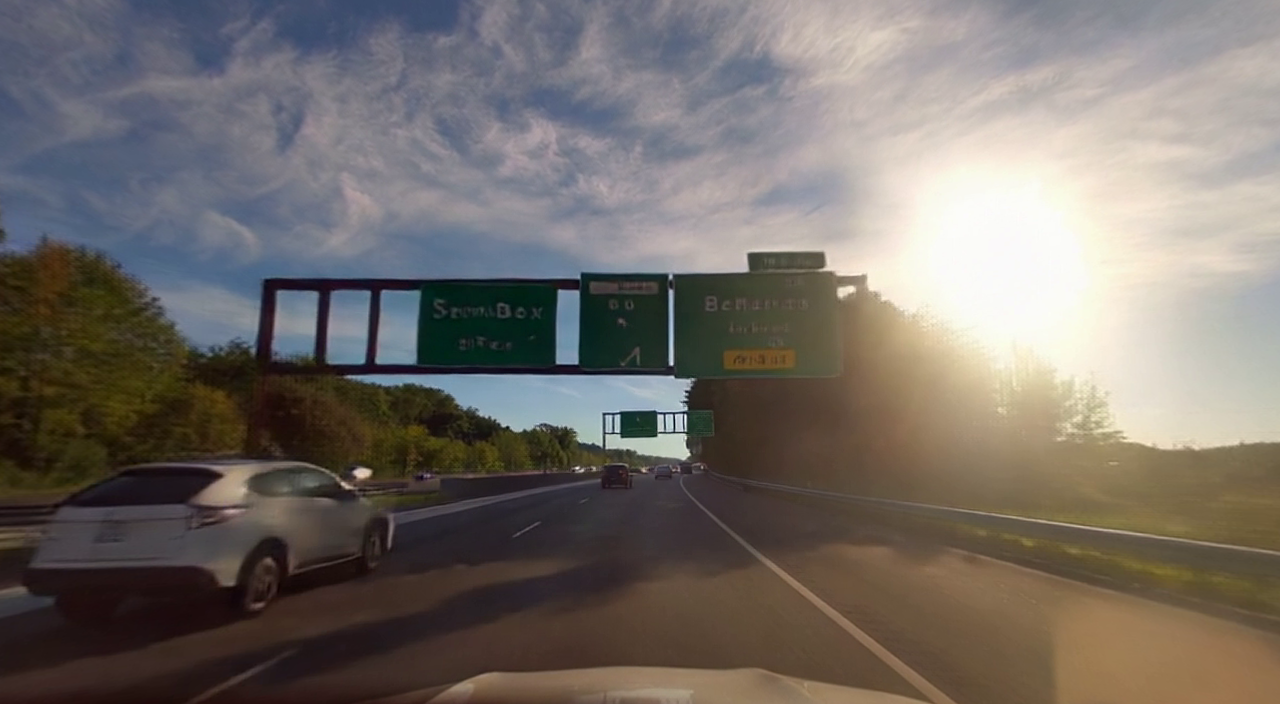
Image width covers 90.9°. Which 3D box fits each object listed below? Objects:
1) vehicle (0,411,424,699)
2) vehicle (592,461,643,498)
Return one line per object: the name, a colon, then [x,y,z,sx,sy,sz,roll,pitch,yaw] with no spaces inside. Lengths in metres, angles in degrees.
vehicle: [-3.958,1.550,5.936,2.063,1.556,4.740,1,-11,1]
vehicle: [-0.979,5.992,29.769,2.000,1.594,3.996,1,-11,4]
